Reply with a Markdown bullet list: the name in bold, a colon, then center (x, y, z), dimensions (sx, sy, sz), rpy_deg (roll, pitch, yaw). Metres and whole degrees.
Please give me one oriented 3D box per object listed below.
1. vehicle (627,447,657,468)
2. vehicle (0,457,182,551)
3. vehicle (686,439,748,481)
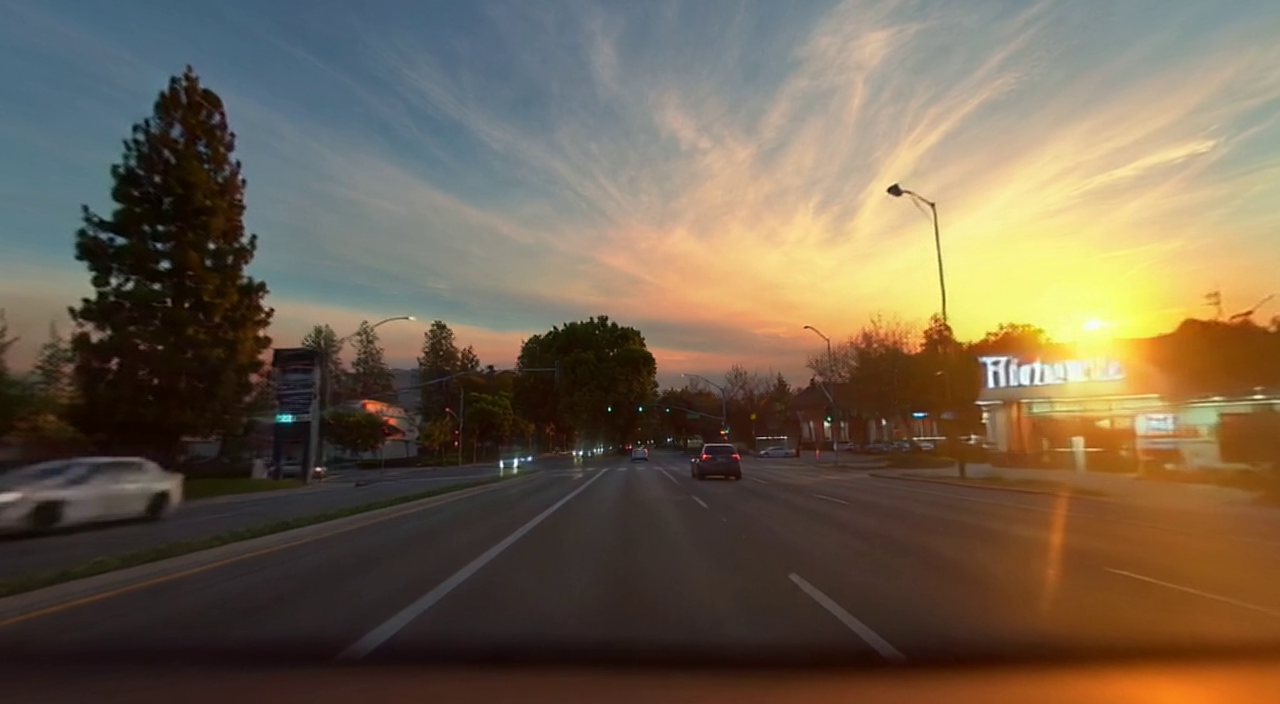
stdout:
- **vehicle**: center (0.090, 7.849, 47.249), dimensions (2.135, 1.468, 4.076), rpy_deg (0, -9, -1)
- **vehicle**: center (-11.798, 2.964, 12.912), dimensions (1.886, 1.524, 4.027), rpy_deg (0, -9, -1)
- **vehicle**: center (3.273, 4.691, 27.641), dimensions (2.022, 1.643, 4.326), rpy_deg (0, -9, -2)
